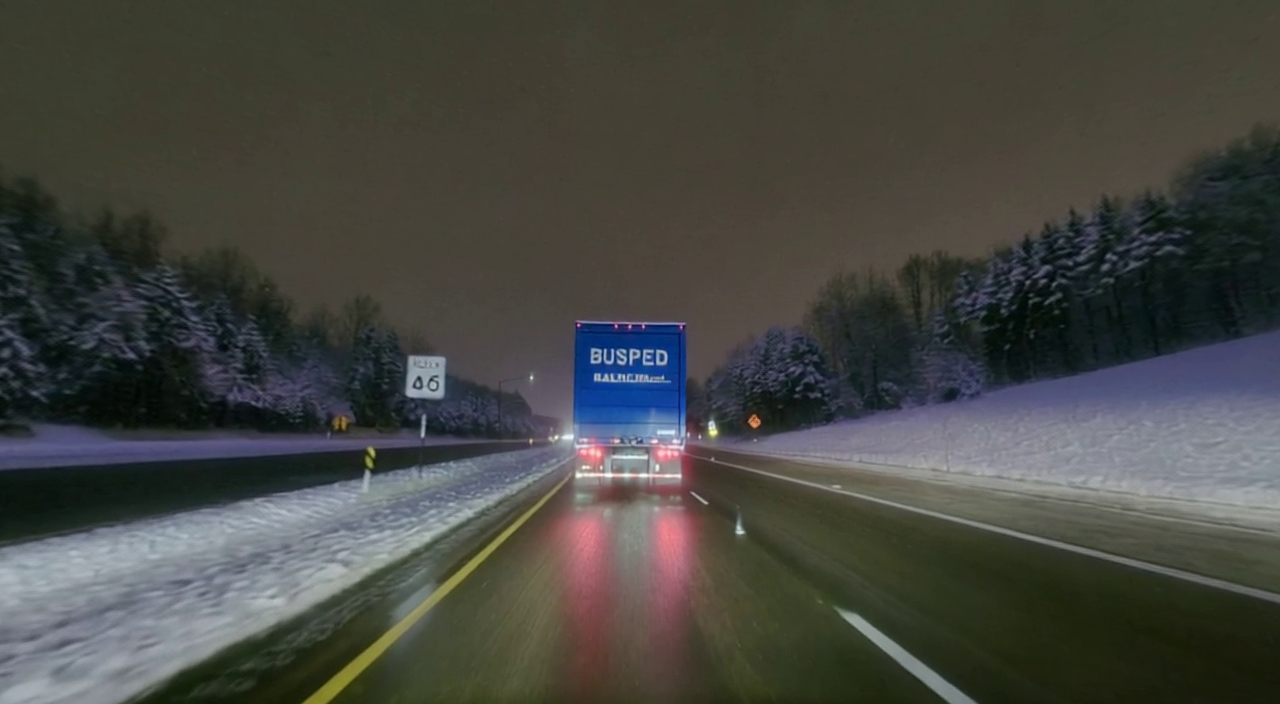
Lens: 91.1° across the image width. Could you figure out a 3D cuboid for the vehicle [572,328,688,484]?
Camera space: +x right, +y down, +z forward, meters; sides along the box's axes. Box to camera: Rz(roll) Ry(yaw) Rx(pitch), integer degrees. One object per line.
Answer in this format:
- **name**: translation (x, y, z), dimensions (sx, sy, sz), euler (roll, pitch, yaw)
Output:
- **vehicle**: translation (-0.459, 1.899, 20.188), dimensions (2.870, 3.911, 8.697), euler (0, -8, -3)
